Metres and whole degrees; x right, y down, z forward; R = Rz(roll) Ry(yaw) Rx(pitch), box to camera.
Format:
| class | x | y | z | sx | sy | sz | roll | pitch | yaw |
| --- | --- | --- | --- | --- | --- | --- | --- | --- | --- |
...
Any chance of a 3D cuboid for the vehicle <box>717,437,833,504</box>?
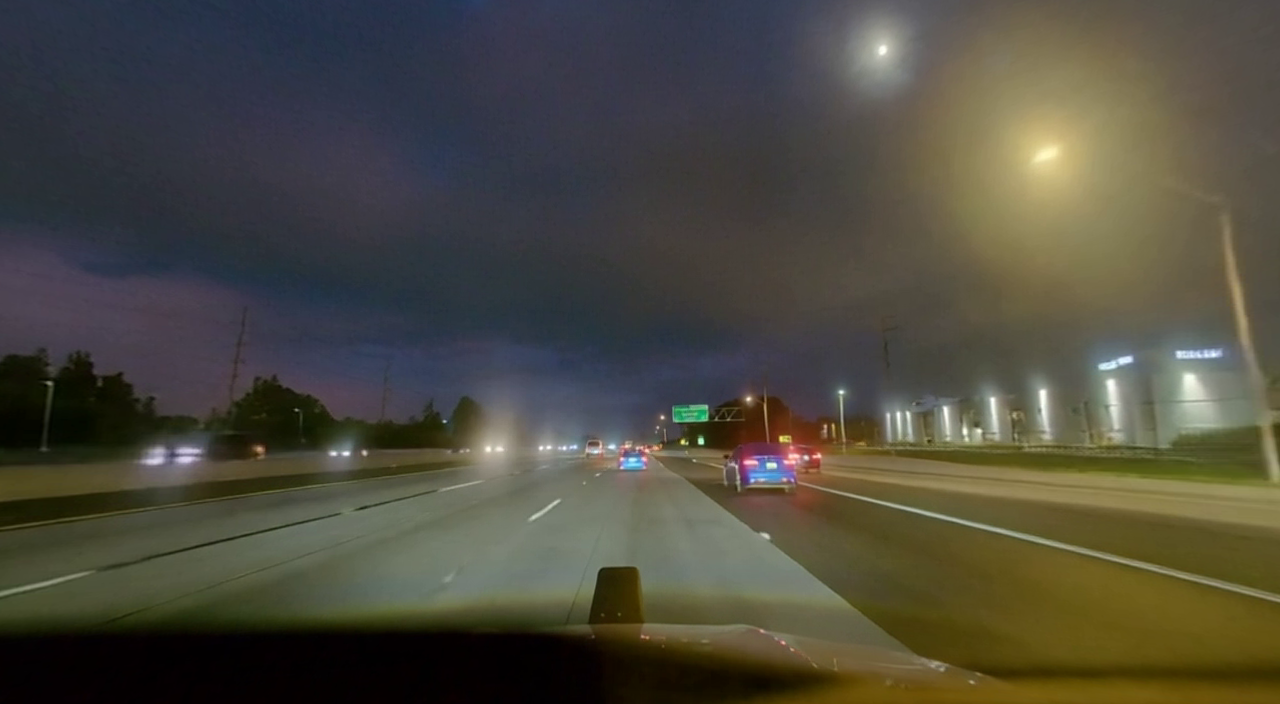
| class | x | y | z | sx | sy | sz | roll | pitch | yaw |
| --- | --- | --- | --- | --- | --- | --- | --- | --- | --- |
| vehicle | 3.404 | 3.073 | 16.872 | 1.995 | 1.533 | 4.463 | 0 | -8 | -2 |

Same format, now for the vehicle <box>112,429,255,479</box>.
| class | x | y | z | sx | sy | sz | roll | pitch | yaw |
| --- | --- | --- | --- | --- | --- | --- | --- | --- | --- |
| vehicle | -20.168 | 4.517 | 28.208 | 2.307 | 2.016 | 5.388 | 0 | -8 | 0 |

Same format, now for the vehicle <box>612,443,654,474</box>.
| class | x | y | z | sx | sy | sz | roll | pitch | yaw |
| --- | --- | --- | --- | --- | --- | --- | --- | --- | --- |
| vehicle | -0.370 | 5.432 | 32.475 | 2.019 | 1.472 | 3.971 | 0 | -8 | -1 |
